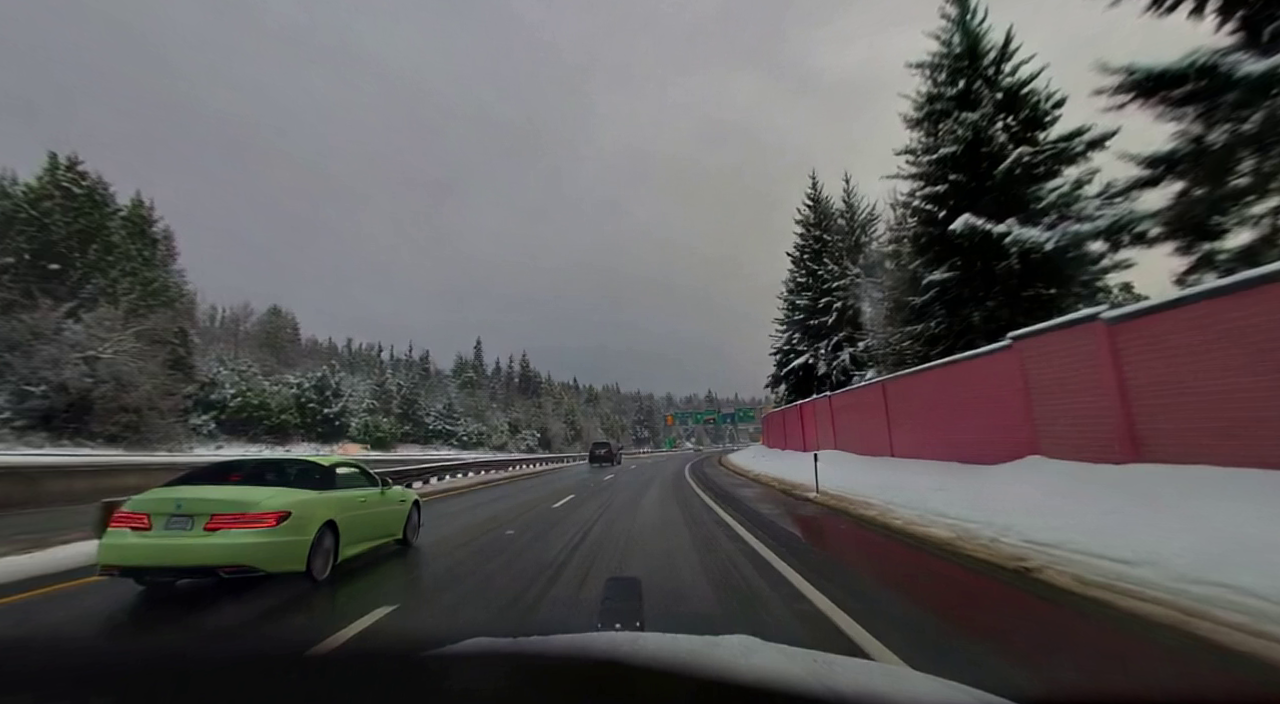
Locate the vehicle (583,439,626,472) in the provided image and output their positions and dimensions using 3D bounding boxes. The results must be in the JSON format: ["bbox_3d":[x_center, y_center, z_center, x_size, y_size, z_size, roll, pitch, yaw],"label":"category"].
[{"bbox_3d":[-1.923,5.773,35.338,1.833,1.697,3.984,-1,-9,5],"label":"vehicle"}]

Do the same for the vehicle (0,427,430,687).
[{"bbox_3d":[-3.532,1.458,5.682,1.746,1.405,4.339,0,-9,0],"label":"vehicle"}]
